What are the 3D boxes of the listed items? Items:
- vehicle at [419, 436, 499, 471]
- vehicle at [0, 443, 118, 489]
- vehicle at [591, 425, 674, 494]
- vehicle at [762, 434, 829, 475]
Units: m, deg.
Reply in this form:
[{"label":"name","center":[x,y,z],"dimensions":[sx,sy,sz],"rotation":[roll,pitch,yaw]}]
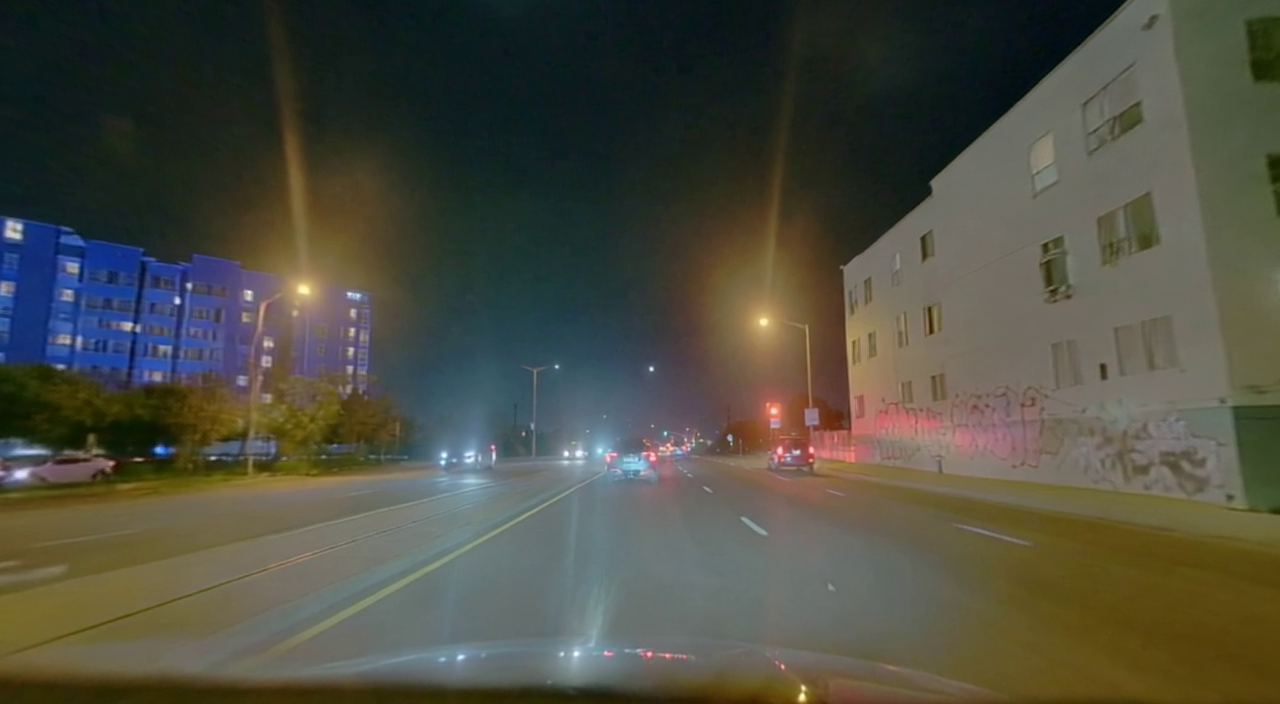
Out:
[{"label":"vehicle","center":[-11.174,6.329,39.537],"dimensions":[2.544,2.014,5.821],"rotation":[-1,-9,8]},{"label":"vehicle","center":[-26.489,5.036,27.743],"dimensions":[4.916,1.826,2.242],"rotation":[-2,-10,-2]},{"label":"vehicle","center":[-0.103,3.162,18.853],"dimensions":[2.160,1.786,4.702],"rotation":[0,-8,2]},{"label":"vehicle","center":[7.098,4.724,29.211],"dimensions":[1.952,1.749,4.311],"rotation":[0,-8,0]}]
